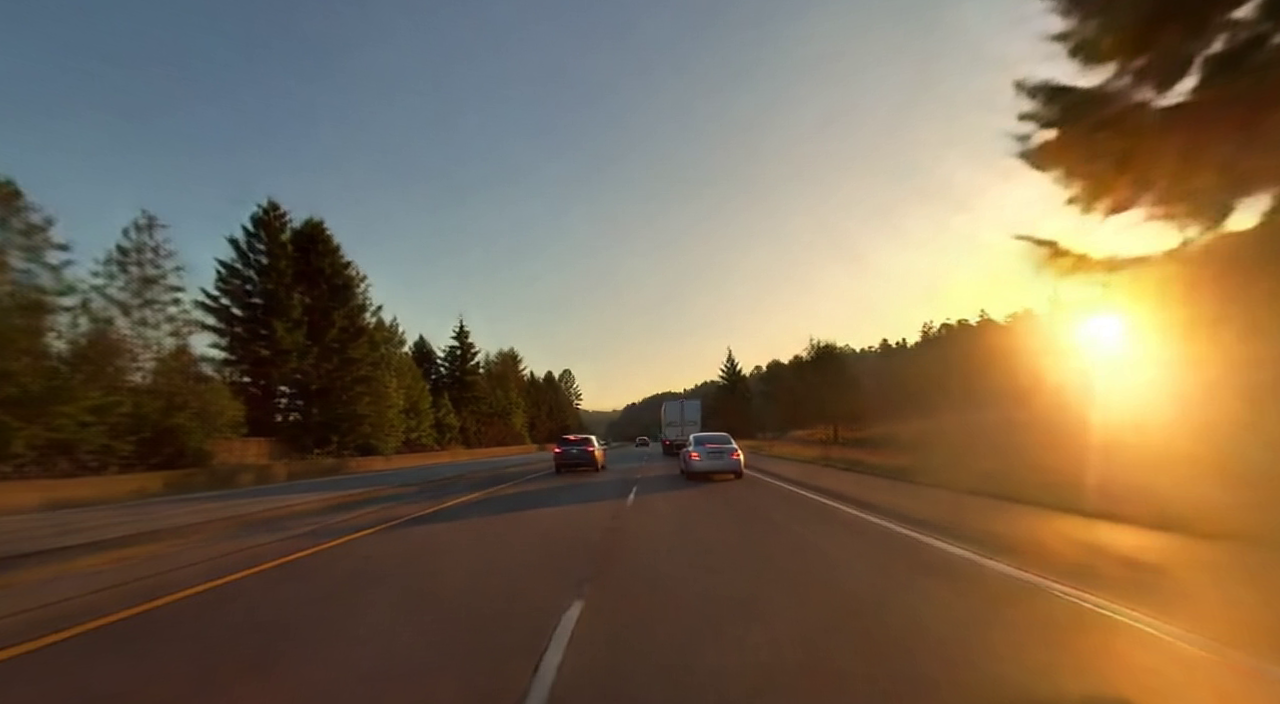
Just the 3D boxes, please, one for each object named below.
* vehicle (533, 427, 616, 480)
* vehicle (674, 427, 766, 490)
[{"bbox_3d":[-2.127,3.485,21.986,2.192,1.623,4.887,0,-8,2],"label":"vehicle"},{"bbox_3d":[2.079,2.922,17.673,2.072,1.534,4.300,0,-8,1],"label":"vehicle"}]
